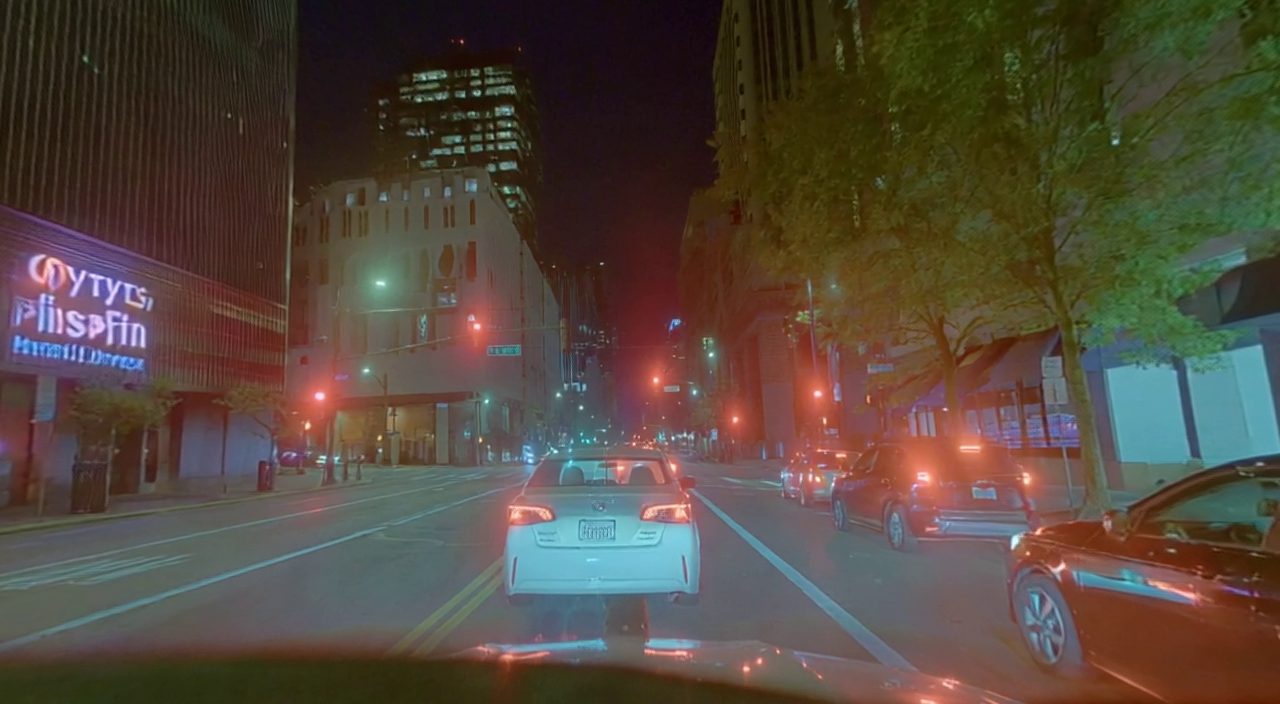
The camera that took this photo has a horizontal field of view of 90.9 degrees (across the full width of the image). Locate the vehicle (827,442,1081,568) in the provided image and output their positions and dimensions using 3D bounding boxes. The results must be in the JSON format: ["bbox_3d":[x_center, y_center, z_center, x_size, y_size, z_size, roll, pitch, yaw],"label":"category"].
[{"bbox_3d":[4.536,2.217,10.085,1.912,1.505,4.618,-1,-8,4],"label":"vehicle"}]

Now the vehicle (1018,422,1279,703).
[{"bbox_3d":[3.177,0.828,1.110,2.006,1.496,4.767,0,-9,-1],"label":"vehicle"}]

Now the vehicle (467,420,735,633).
[{"bbox_3d":[-0.280,1.511,6.379,1.888,1.489,3.703,0,-8,0],"label":"vehicle"}]
